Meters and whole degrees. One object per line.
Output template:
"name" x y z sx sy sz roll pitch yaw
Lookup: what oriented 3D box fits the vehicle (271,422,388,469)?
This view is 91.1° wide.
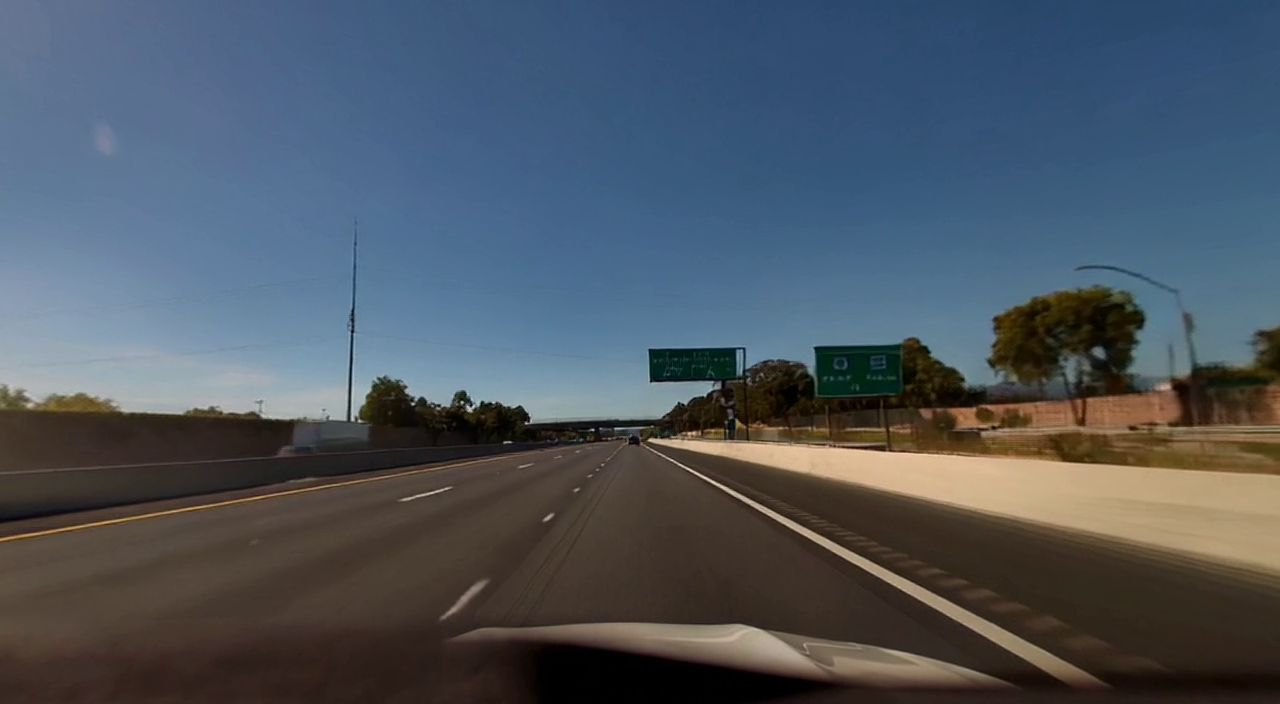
"vehicle" -23.971 7.299 49.707 3.053 3.257 12.376 0 -8 -1
